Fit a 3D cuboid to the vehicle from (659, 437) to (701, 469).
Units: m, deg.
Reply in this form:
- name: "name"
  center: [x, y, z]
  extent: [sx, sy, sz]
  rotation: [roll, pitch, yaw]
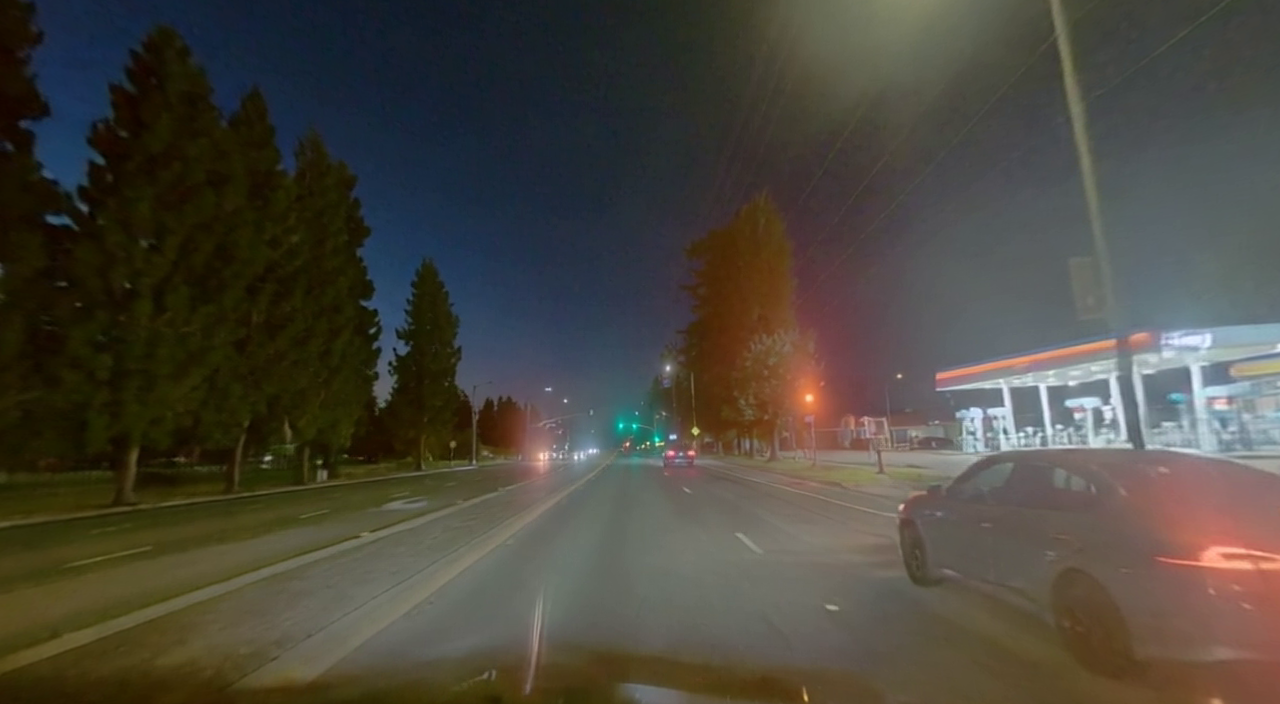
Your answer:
- name: "vehicle"
  center: [2.430, 6.273, 39.373]
  extent: [2.115, 1.840, 4.777]
  rotation: [0, -8, -2]

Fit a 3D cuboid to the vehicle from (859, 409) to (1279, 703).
- name: "vehicle"
  center: [3.494, 1.295, 4.767]
  extent: [2.061, 1.475, 4.296]
  rotation: [0, -8, -1]
